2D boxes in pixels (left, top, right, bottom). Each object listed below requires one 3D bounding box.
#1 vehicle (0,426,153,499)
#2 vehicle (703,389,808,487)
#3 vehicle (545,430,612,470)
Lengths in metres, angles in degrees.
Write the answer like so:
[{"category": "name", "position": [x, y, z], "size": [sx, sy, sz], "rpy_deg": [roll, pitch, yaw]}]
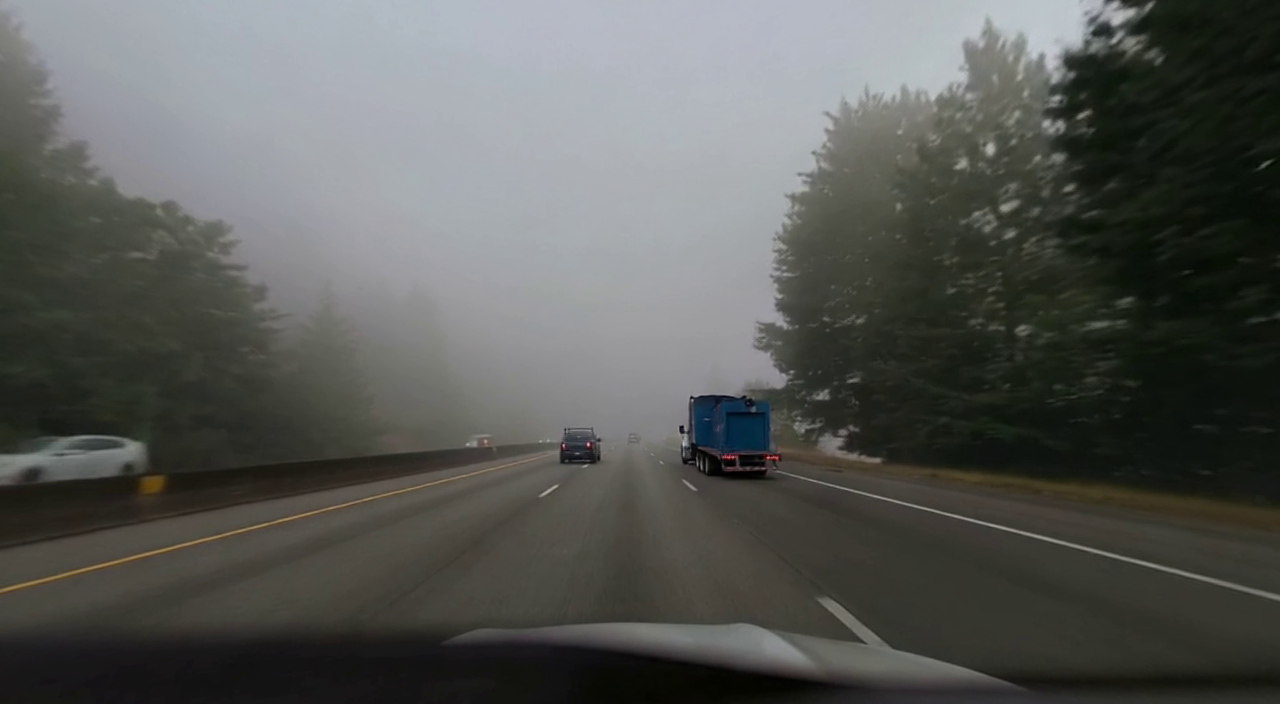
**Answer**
[{"category": "vehicle", "position": [-14.717, 2.654, 15.663], "size": [1.880, 1.549, 4.172], "rpy_deg": [0, -8, 0]}, {"category": "vehicle", "position": [3.254, 2.527, 18.705], "size": [2.256, 2.568, 4.049], "rpy_deg": [0, -8, -1]}, {"category": "vehicle", "position": [-2.470, 4.075, 26.483], "size": [2.195, 1.529, 4.572], "rpy_deg": [0, -8, 2]}]
